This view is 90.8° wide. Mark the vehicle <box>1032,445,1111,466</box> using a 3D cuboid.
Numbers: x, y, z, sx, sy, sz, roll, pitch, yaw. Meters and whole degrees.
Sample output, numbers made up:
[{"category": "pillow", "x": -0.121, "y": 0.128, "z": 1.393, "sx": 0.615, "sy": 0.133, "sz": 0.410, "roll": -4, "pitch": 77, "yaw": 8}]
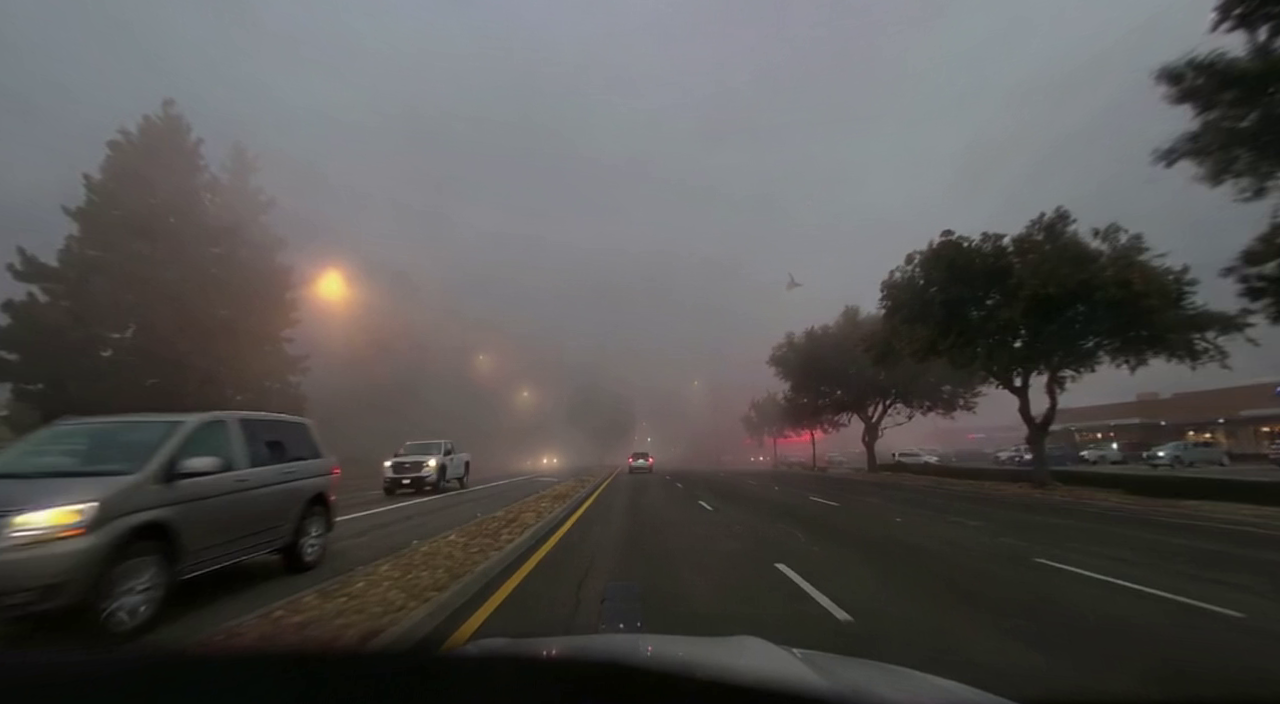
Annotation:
[{"category": "vehicle", "x": 32.232, "y": 7.719, "z": 47.216, "sx": 4.458, "sy": 1.529, "sz": 1.937, "roll": 0, "pitch": -9, "yaw": -1}]

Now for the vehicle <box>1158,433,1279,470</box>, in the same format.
[{"category": "vehicle", "x": 32.452, "y": 5.553, "z": 35.314, "sx": 5.197, "sy": 1.939, "sz": 1.973, "roll": 0, "pitch": -9, "yaw": 0}]

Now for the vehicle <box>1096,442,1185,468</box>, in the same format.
[{"category": "vehicle", "x": 33.428, "y": 6.890, "z": 42.283, "sx": 4.324, "sy": 1.592, "sz": 1.877, "roll": 0, "pitch": -9, "yaw": -1}]

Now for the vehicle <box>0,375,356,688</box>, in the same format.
[{"category": "vehicle", "x": -4.715, "y": 1.404, "z": 5.991, "sx": 2.131, "sy": 1.914, "sz": 4.081, "roll": 0, "pitch": -9, "yaw": -1}]

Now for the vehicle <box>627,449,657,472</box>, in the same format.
[{"category": "vehicle", "x": 0.109, "y": 7.820, "z": 45.738, "sx": 2.065, "sy": 1.521, "sz": 4.306, "roll": 0, "pitch": -9, "yaw": -1}]

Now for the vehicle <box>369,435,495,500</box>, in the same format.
[{"category": "vehicle", "x": -7.843, "y": 4.446, "z": 24.890, "sx": 2.575, "sy": 2.178, "sz": 6.917, "roll": 0, "pitch": -9, "yaw": 0}]

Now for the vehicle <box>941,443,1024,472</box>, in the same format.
[{"category": "vehicle", "x": 20.986, "y": 6.420, "z": 38.717, "sx": 4.558, "sy": 1.657, "sz": 2.149, "roll": 4, "pitch": -10, "yaw": -27}]
